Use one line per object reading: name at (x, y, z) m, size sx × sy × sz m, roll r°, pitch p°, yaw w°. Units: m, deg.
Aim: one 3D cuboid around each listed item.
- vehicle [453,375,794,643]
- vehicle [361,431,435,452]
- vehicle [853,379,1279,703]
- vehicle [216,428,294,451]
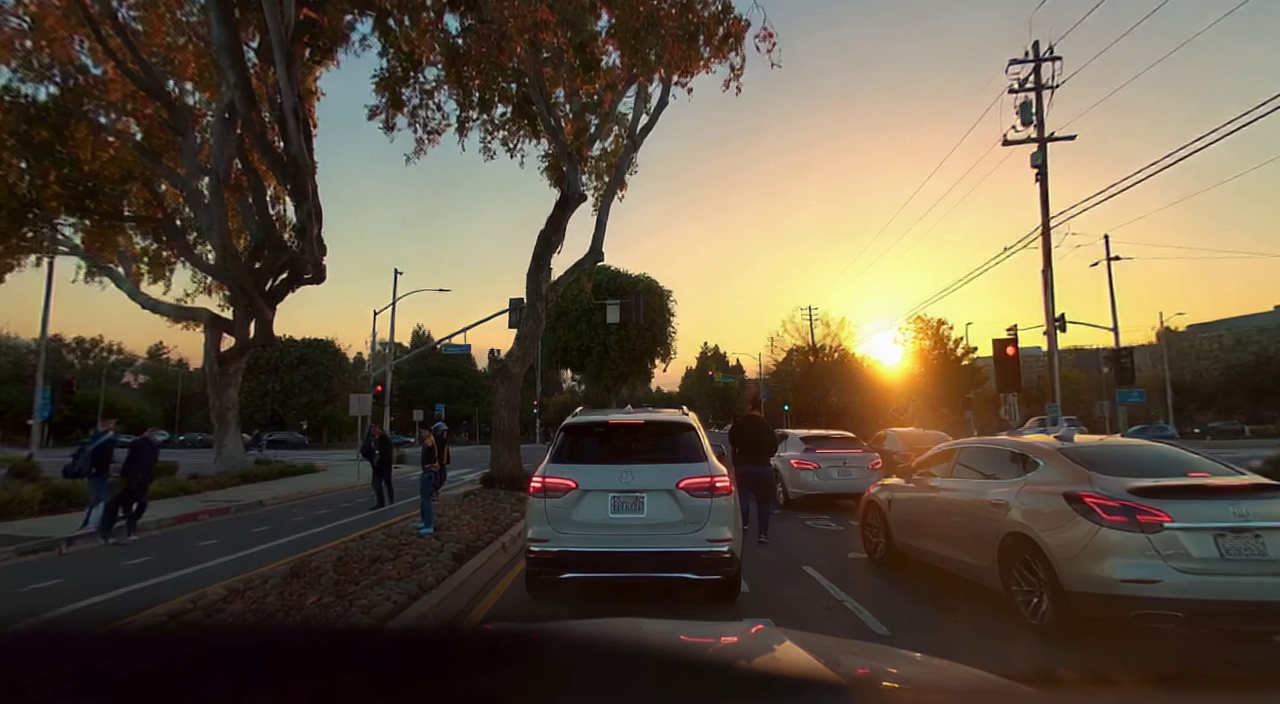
vehicle at (-0.152, 1.373, 6.530) m, size 2.271 × 1.786 × 4.443 m, roll 0°, pitch -8°, yaw -1°
vehicle at (-17.750, 6.557, 46.350) m, size 4.607 × 1.478 × 1.995 m, roll 0°, pitch -8°, yaw 0°
vehicle at (3.543, 1.294, 5.438) m, size 1.948 × 1.677 × 4.437 m, roll 0°, pitch -8°, yaw 1°
vehicle at (-28.767, 6.540, 47.182) m, size 4.587 × 1.639 × 1.878 m, roll 0°, pitch -8°, yaw 0°
